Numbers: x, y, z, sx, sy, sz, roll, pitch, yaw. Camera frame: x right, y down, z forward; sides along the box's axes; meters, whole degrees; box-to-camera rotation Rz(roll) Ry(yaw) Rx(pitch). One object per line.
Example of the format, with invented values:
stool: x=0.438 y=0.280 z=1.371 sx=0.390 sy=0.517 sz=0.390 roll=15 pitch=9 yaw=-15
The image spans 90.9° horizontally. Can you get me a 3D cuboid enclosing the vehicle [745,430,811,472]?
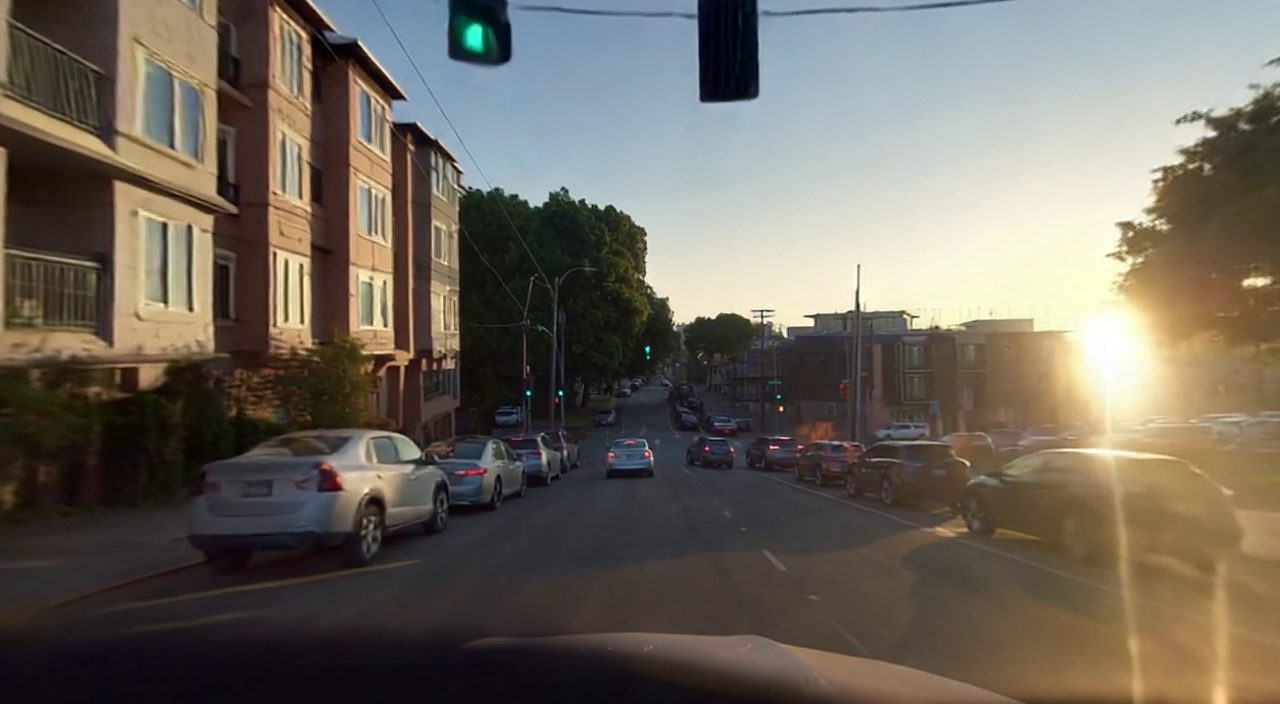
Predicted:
vehicle: x=6.176 y=4.525 z=28.822 sx=1.999 sy=1.752 sz=4.502 roll=0 pitch=-9 yaw=0

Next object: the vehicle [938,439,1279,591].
vehicle: x=6.193 y=1.996 z=8.692 sx=1.980 sy=1.518 sz=4.526 roll=0 pitch=-9 yaw=0

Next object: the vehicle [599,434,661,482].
vehicle: x=-0.296 y=3.605 z=21.674 sx=1.923 sy=1.460 sz=3.923 roll=0 pitch=-9 yaw=0

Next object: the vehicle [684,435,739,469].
vehicle: x=3.249 y=4.677 z=29.596 sx=2.055 sy=1.450 sz=4.676 roll=0 pitch=-9 yaw=0

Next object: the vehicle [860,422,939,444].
vehicle: x=18.395 y=5.778 z=44.848 sx=4.738 sy=1.537 sz=1.960 roll=0 pitch=-9 yaw=3

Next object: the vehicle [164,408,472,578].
vehicle: x=-3.694 y=1.670 z=8.171 sx=1.831 sy=1.650 sz=3.852 roll=0 pitch=-9 yaw=2

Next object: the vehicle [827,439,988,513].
vehicle: x=6.119 y=2.863 z=15.103 sx=1.938 sy=1.487 sz=4.371 roll=0 pitch=-9 yaw=0
